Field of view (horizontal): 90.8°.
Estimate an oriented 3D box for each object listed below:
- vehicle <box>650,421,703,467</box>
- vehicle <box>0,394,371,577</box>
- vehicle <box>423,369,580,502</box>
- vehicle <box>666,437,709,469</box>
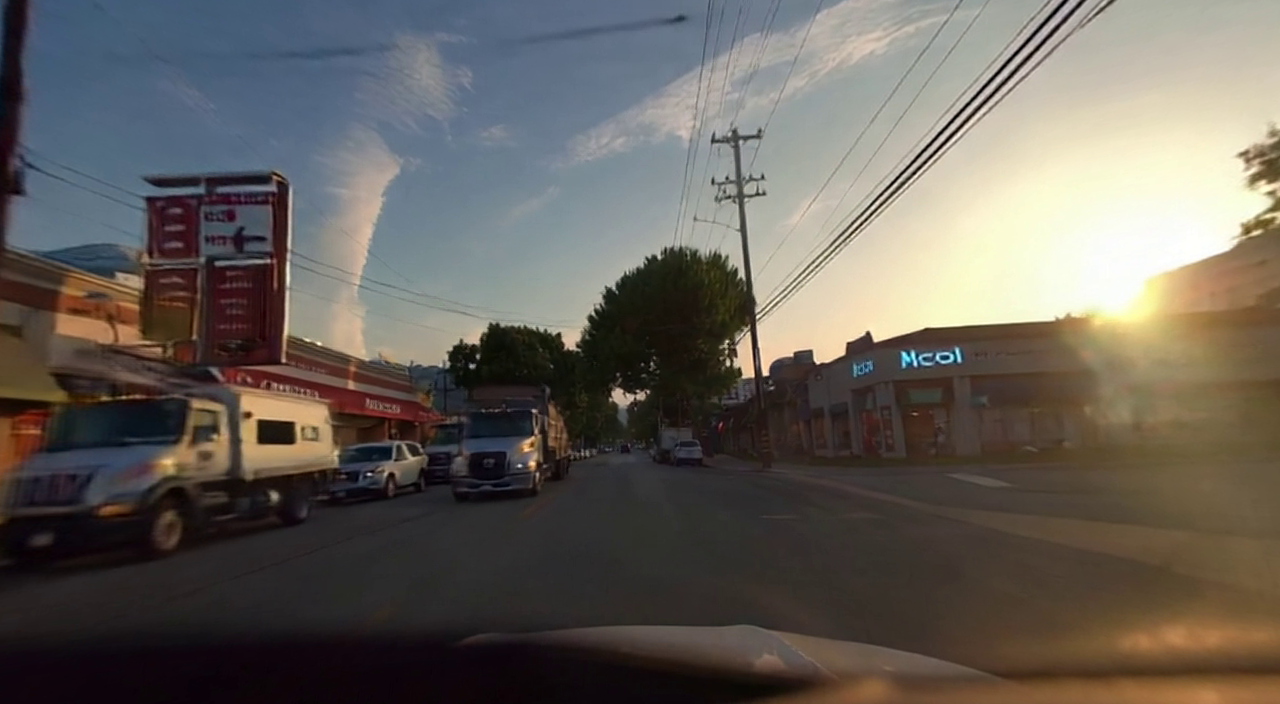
[{"bbox_3d":[2.682,7.075,49.518,3.011,3.127,8.608,-3,-6,-4],"label":"vehicle"},{"bbox_3d":[-8.091,2.240,11.866,2.737,2.345,7.210,0,-8,1],"label":"vehicle"},{"bbox_3d":[-4.042,2.934,21.982,2.994,3.308,12.131,0,-8,-1],"label":"vehicle"},{"bbox_3d":[2.836,6.172,38.813,2.097,1.784,4.915,0,-8,-2],"label":"vehicle"}]
